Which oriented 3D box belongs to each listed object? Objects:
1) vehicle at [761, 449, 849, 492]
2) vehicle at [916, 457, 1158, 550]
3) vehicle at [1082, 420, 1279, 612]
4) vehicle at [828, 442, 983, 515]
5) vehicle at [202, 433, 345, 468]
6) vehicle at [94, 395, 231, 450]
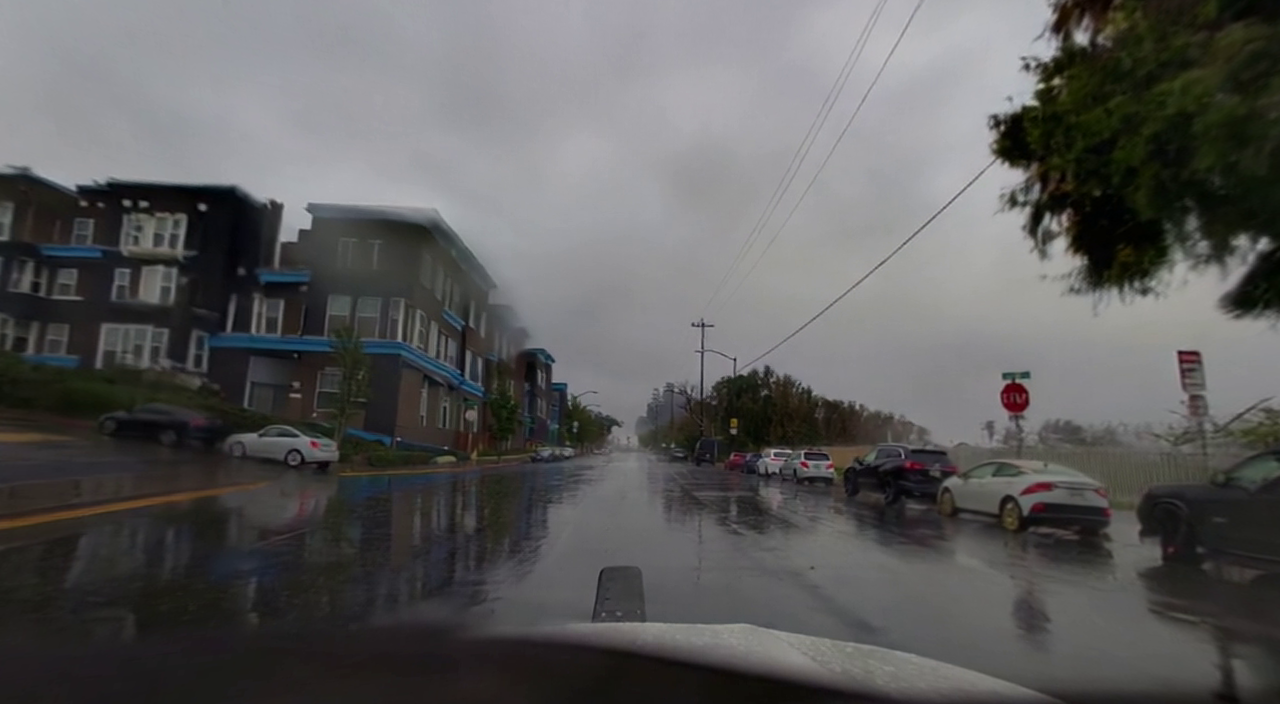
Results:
[{"bbox_3d":[6.654,4.806,26.116,2.122,1.554,4.777,0,-8,-3],"label":"vehicle"},{"bbox_3d":[7.193,2.743,12.093,1.900,1.368,4.176,0,-8,0],"label":"vehicle"},{"bbox_3d":[7.116,1.544,5.949,2.181,1.792,5.066,0,-8,0],"label":"vehicle"},{"bbox_3d":[7.069,3.378,17.536,1.917,1.704,4.840,0,-8,-4],"label":"vehicle"},{"bbox_3d":[-14.842,4.022,25.843,4.603,1.335,1.889,1,-9,-11],"label":"vehicle"},{"bbox_3d":[-19.967,2.954,26.451,4.598,1.645,2.019,5,-7,17],"label":"vehicle"}]
